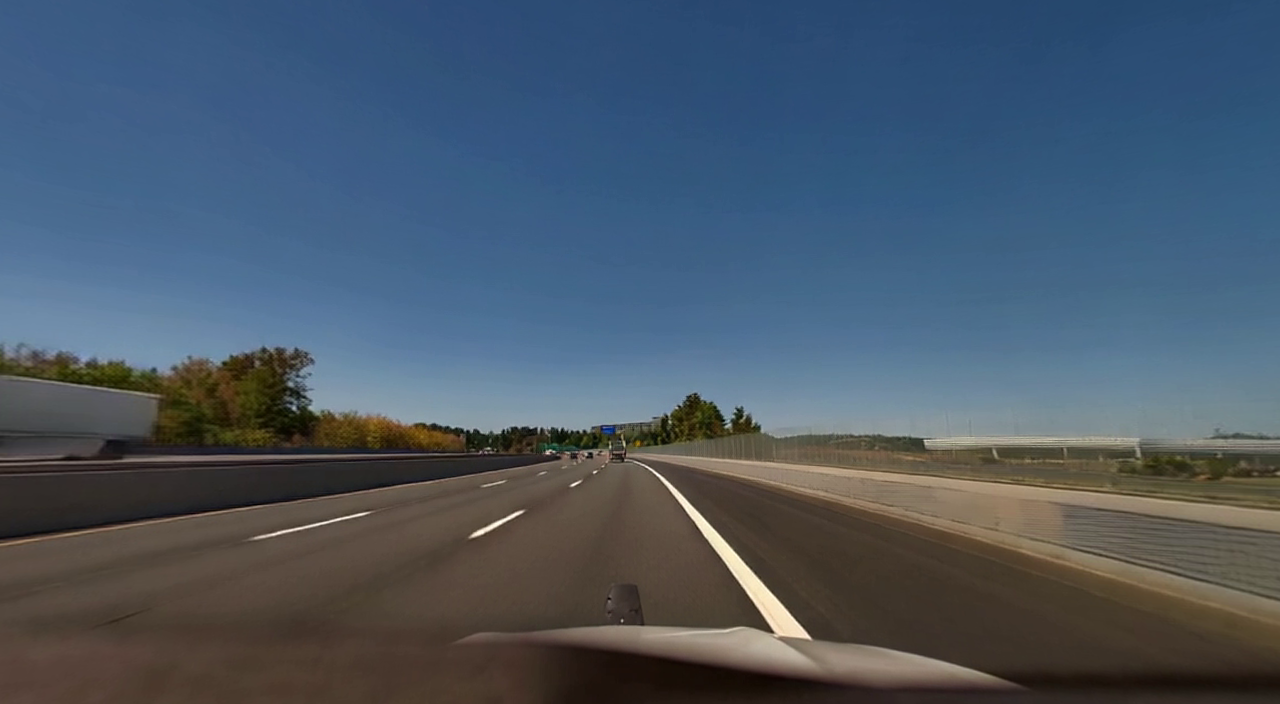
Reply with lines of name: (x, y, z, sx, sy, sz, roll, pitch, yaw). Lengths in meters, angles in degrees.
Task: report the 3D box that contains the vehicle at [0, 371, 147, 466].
vehicle: (-28.978, 3.019, 28.079, 3.136, 3.996, 13.881, 0, -9, -2)
